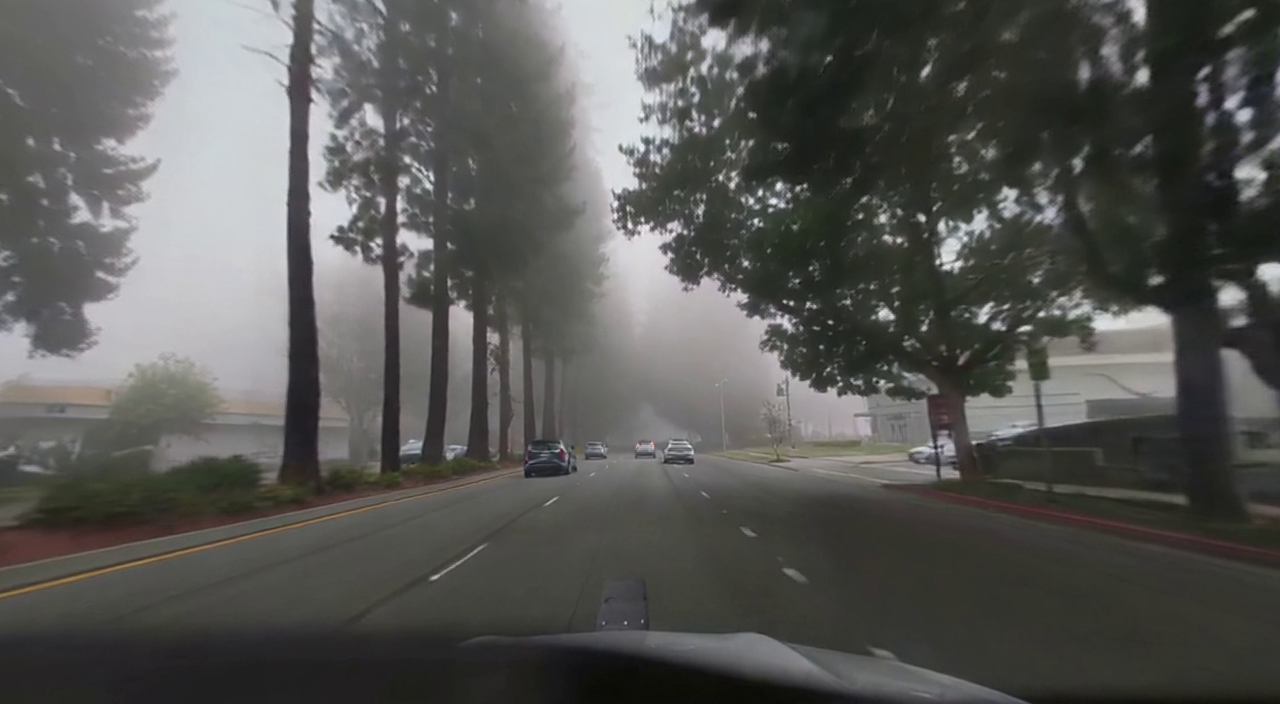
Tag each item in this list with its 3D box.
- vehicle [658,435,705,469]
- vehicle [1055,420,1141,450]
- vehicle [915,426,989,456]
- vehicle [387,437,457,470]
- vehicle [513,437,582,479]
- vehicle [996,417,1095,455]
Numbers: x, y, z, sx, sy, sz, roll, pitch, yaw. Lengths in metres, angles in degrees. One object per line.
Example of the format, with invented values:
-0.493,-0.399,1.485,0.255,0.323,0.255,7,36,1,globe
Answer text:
1.961,4.863,30.812,1.922,1.579,3.642,0,-8,-2,vehicle
23.696,4.351,32.799,1.783,1.459,3.816,-1,-9,4,vehicle
15.927,4.575,32.396,1.823,1.413,3.884,0,-8,1,vehicle
-12.462,5.850,36.500,2.047,1.729,5.470,0,-8,1,vehicle
-3.535,4.124,24.921,1.908,1.481,4.536,0,-8,2,vehicle
20.930,4.410,32.816,1.982,1.794,4.853,0,-8,1,vehicle
